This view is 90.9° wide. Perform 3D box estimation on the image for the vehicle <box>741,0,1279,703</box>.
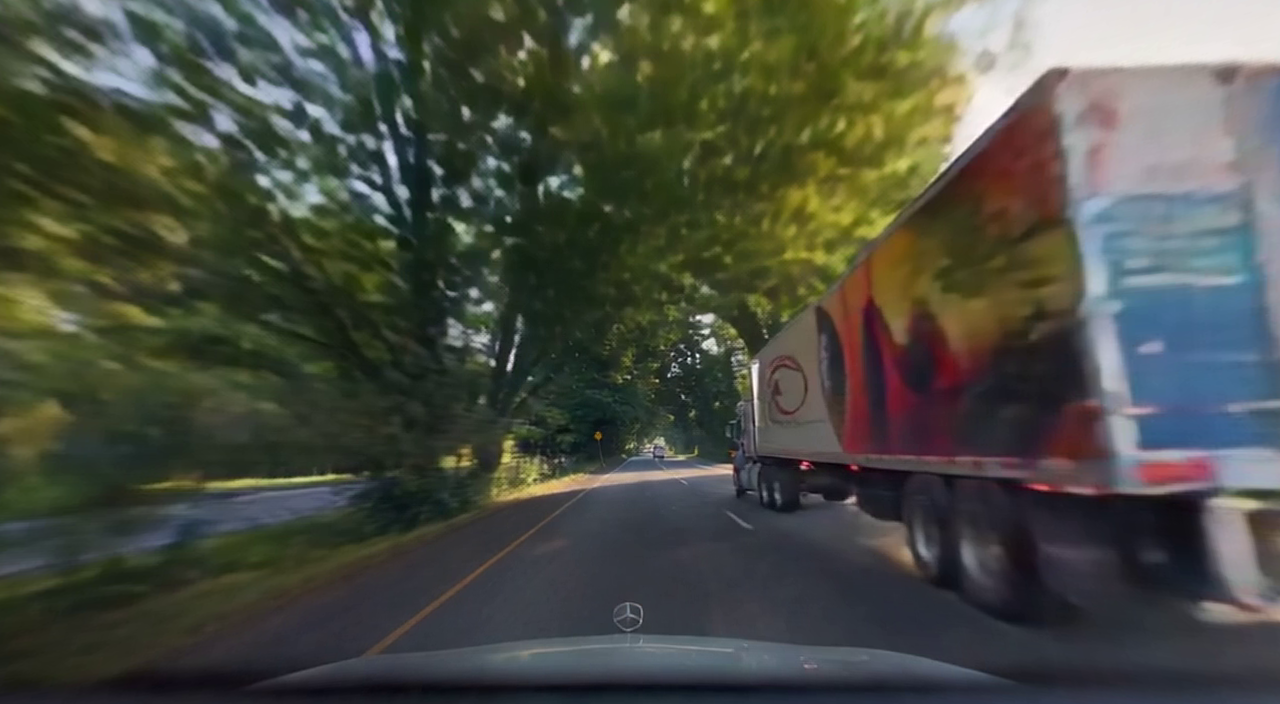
[{"bbox_3d":[4.220,0.486,8.320,3.231,4.102,14.393,0,-9,-1],"label":"vehicle"}]
